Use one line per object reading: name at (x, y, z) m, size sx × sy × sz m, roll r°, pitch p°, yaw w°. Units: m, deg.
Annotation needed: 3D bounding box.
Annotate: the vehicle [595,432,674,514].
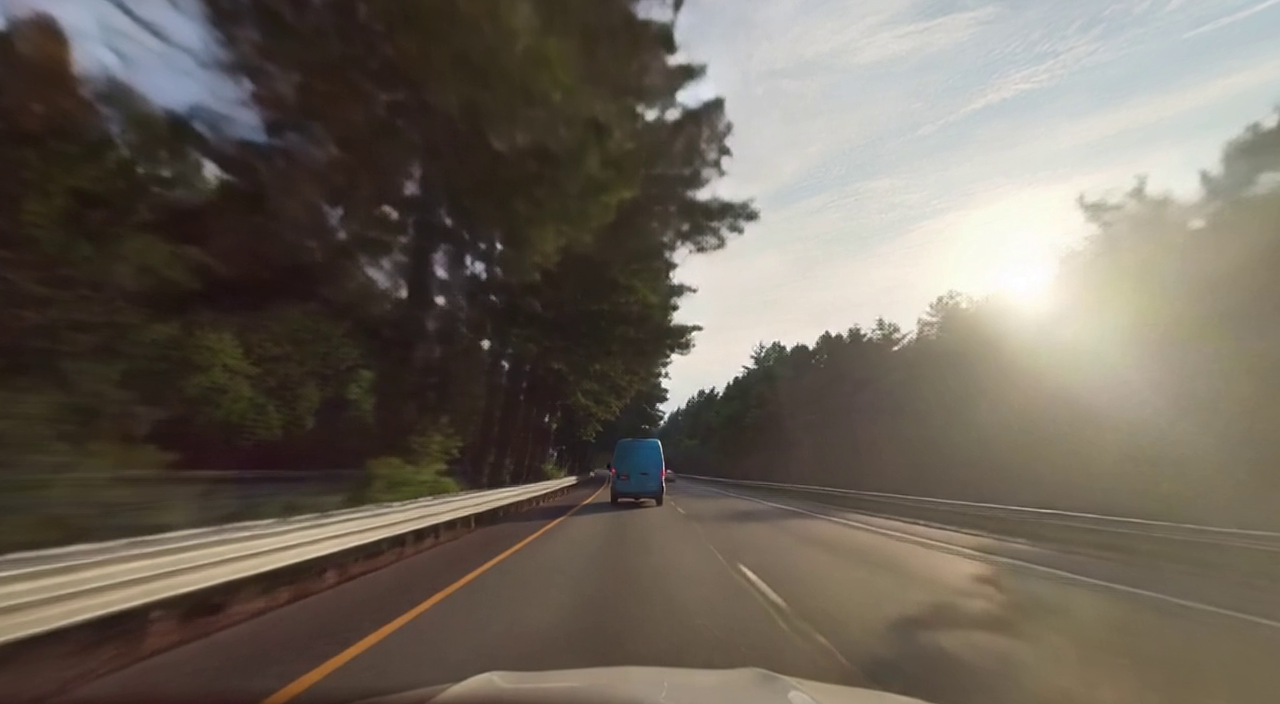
vehicle at (-0.285, 4.246, 22.412) m, size 2.375 × 2.432 × 6.161 m, roll 2°, pitch -10°, yaw -2°
